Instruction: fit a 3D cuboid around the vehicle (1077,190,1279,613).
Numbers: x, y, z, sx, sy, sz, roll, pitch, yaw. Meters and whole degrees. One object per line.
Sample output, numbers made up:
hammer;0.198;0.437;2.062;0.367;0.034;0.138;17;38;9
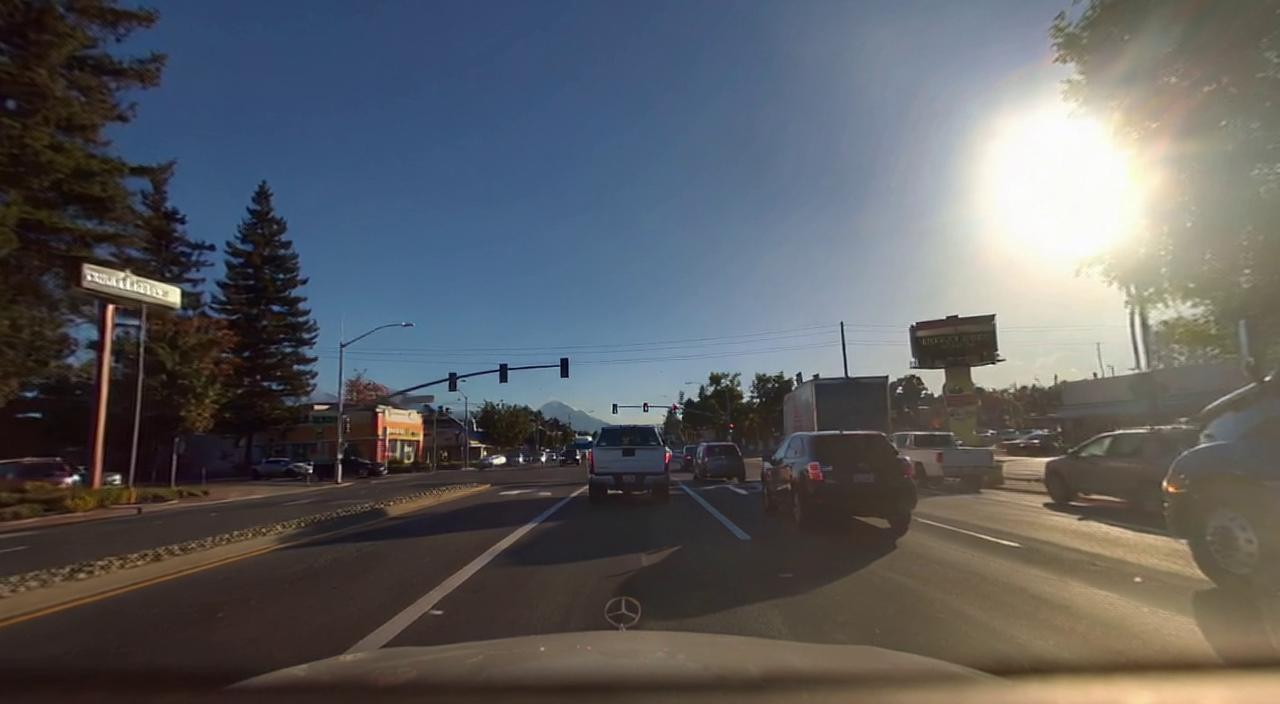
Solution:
vehicle;6.486;0.146;3.423;2.802;3.322;7.429;0;-9;0

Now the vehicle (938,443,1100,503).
vehicle;10.408;3.321;17.821;1.768;1.472;4.350;0;-9;-1

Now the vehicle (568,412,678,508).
vehicle;-0.420;2.849;17.019;2.499;2.183;5.111;0;-9;-1

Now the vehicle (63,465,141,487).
vehicle;-38.057;8.775;44.711;4.150;1.474;1.826;-2;-9;11

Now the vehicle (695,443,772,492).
vehicle;3.102;3.922;21.851;1.922;1.483;4.436;0;-9;-1

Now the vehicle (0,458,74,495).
vehicle;-28.611;5.686;29.076;1.730;1.534;3.922;1;-9;-7

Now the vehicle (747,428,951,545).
vehicle;3.307;2.234;11.255;1.905;1.587;4.998;0;-9;0
